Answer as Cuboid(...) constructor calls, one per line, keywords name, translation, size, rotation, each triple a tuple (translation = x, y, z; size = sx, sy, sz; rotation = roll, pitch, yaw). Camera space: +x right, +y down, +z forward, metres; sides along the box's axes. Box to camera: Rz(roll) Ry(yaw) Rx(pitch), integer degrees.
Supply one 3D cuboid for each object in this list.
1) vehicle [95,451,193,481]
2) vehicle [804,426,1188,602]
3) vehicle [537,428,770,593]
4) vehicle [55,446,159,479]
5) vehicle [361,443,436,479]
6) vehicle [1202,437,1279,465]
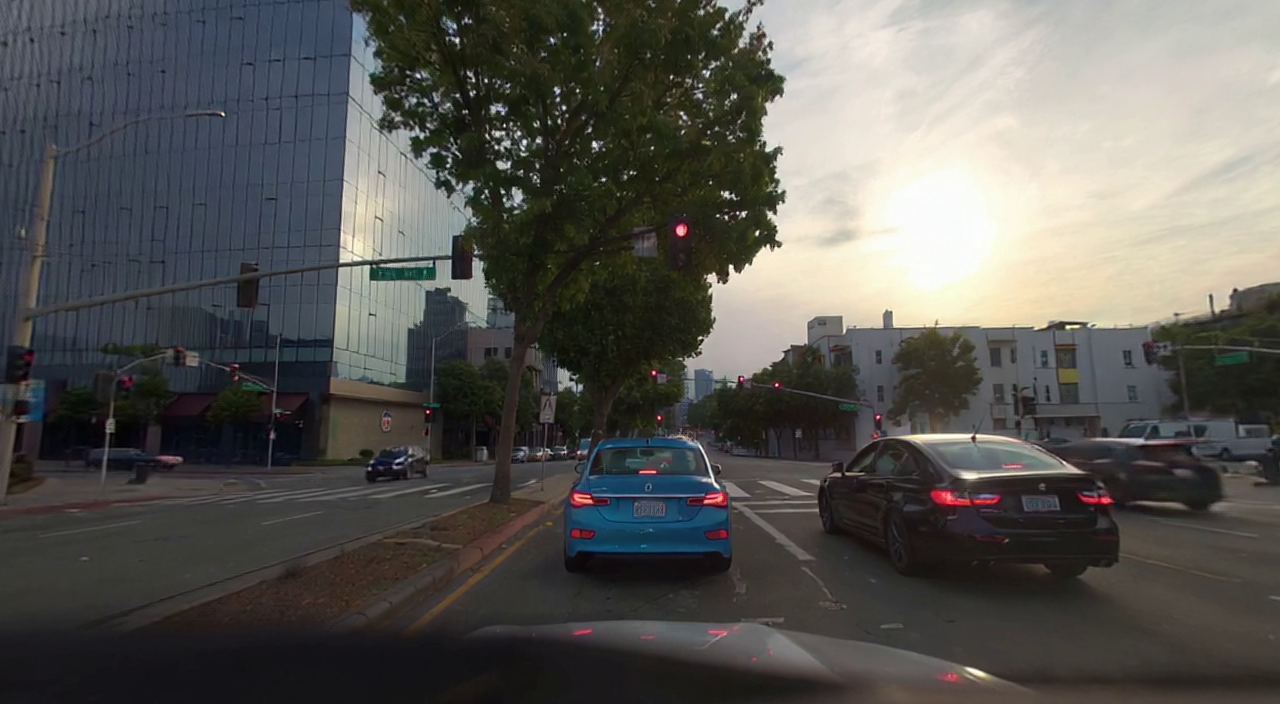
Cuboid(name="vehicle", translation=(-26.655, 6.125, 34.034), size=(3.657, 1.528, 1.783), rotation=(1, -9, -3))
Cuboid(name="vehicle", translation=(3.649, 1.739, 7.743), size=(2.018, 1.491, 4.544), rotation=(0, -9, -1))
Cuboid(name="vehicle", translation=(0.086, 1.732, 7.743), size=(2.087, 1.468, 4.014), rotation=(0, -9, -1))
Cuboid(name="vehicle", translation=(-31.188, 6.452, 37.050), size=(4.147, 1.873, 1.961), rotation=(0, -9, -3))
Cuboid(name="vehicle", translation=(-12.124, 5.493, 32.105), size=(2.009, 1.642, 4.482), rotation=(0, -9, 0))
Cuboid(name="vehicle", translation=(35.201, 5.638, 36.129), size=(4.190, 1.535, 1.998), rotation=(0, -9, -1))
